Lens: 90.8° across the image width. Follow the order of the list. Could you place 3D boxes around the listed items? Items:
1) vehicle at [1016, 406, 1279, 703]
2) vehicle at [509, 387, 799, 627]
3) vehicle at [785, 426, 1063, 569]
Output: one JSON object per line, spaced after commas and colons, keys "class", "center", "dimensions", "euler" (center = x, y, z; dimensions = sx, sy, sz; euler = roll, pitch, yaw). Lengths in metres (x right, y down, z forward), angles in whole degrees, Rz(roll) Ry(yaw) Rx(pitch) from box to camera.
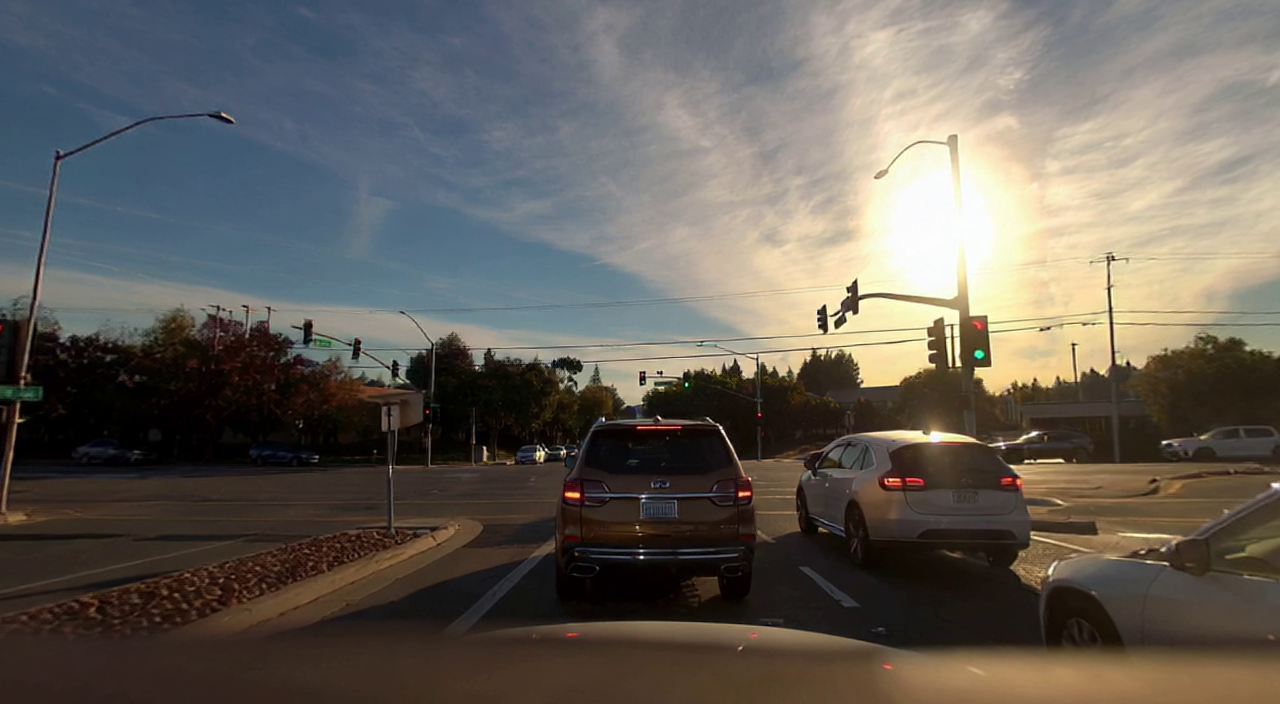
{"class": "vehicle", "center": [3.157, 0.815, 1.416], "dimensions": [1.924, 1.466, 4.461], "euler": [0, -8, 1]}
{"class": "vehicle", "center": [0.102, 1.494, 7.060], "dimensions": [2.170, 1.793, 4.468], "euler": [0, -8, 0]}
{"class": "vehicle", "center": [3.521, 1.861, 8.885], "dimensions": [1.861, 1.495, 4.215], "euler": [0, -8, -1]}
